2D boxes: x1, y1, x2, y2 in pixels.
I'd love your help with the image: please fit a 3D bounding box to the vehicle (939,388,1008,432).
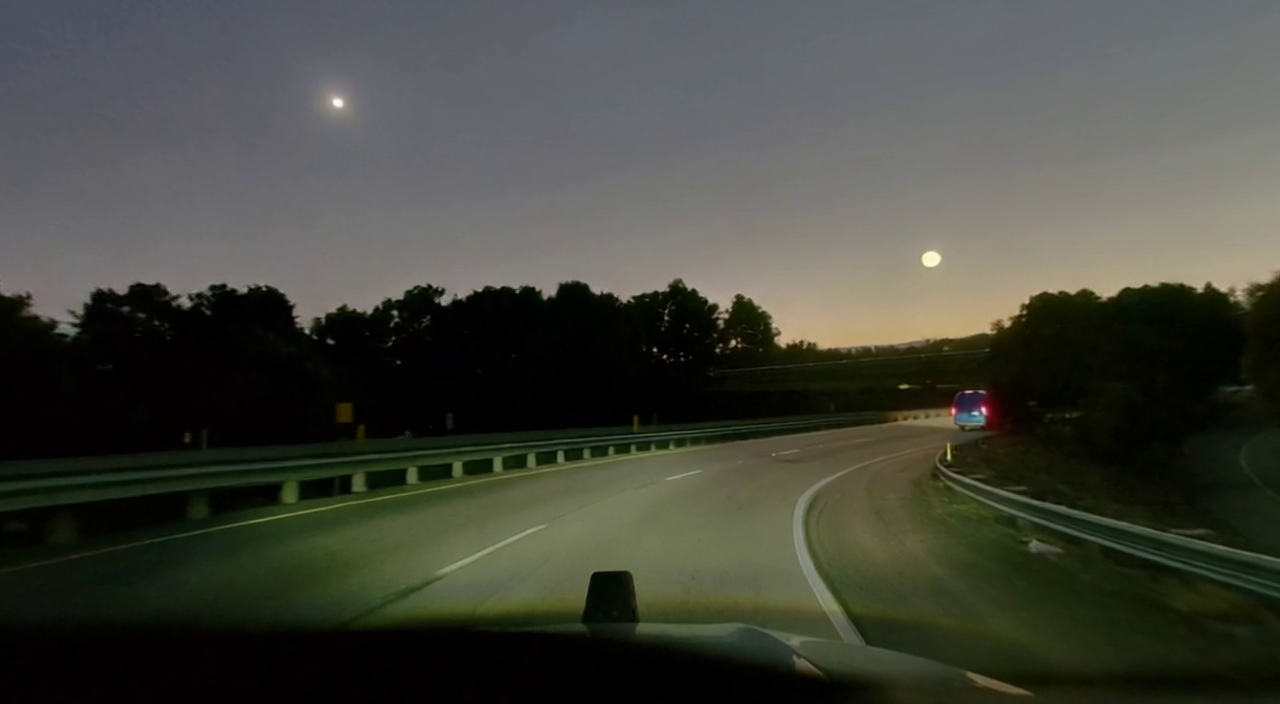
[{"bbox_3d":[21.601,3.835,40.700,5.330,2.577,2.352,7,-11,-44],"label":"vehicle"}]
